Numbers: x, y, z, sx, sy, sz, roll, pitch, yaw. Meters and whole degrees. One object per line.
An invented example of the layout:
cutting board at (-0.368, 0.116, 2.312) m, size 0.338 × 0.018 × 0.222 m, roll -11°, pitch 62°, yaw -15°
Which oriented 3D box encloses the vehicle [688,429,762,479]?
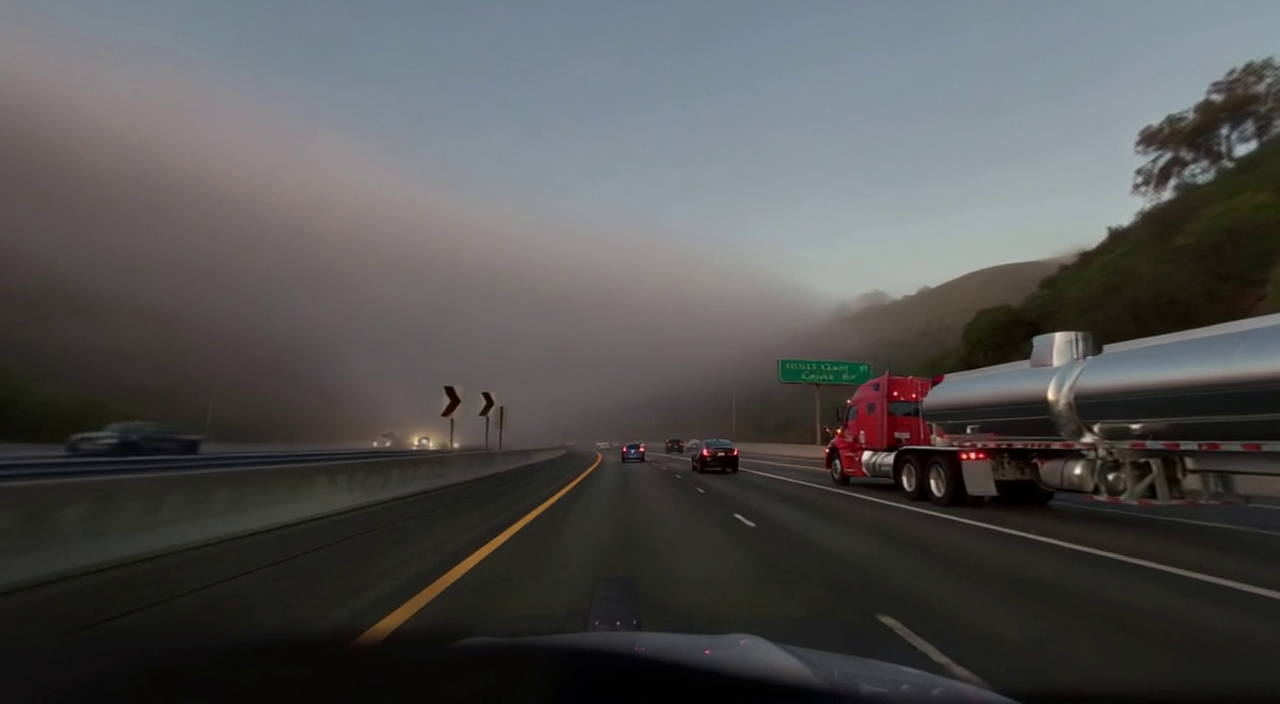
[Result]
vehicle at (3.247, 4.026, 25.111) m, size 2.098 × 1.794 × 4.561 m, roll 0°, pitch -9°, yaw -2°

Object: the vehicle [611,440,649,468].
vehicle at (-0.608, 5.807, 36.149) m, size 2.083 × 1.477 × 3.965 m, roll 0°, pitch -9°, yaw -2°

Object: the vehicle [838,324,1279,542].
vehicle at (7.351, 1.785, 13.467) m, size 2.880 × 2.975 × 9.608 m, roll 0°, pitch -9°, yaw -2°

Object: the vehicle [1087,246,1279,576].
vehicle at (7.677, 0.209, 3.733) m, size 2.805 × 3.212 × 9.978 m, roll 0°, pitch -9°, yaw 1°
